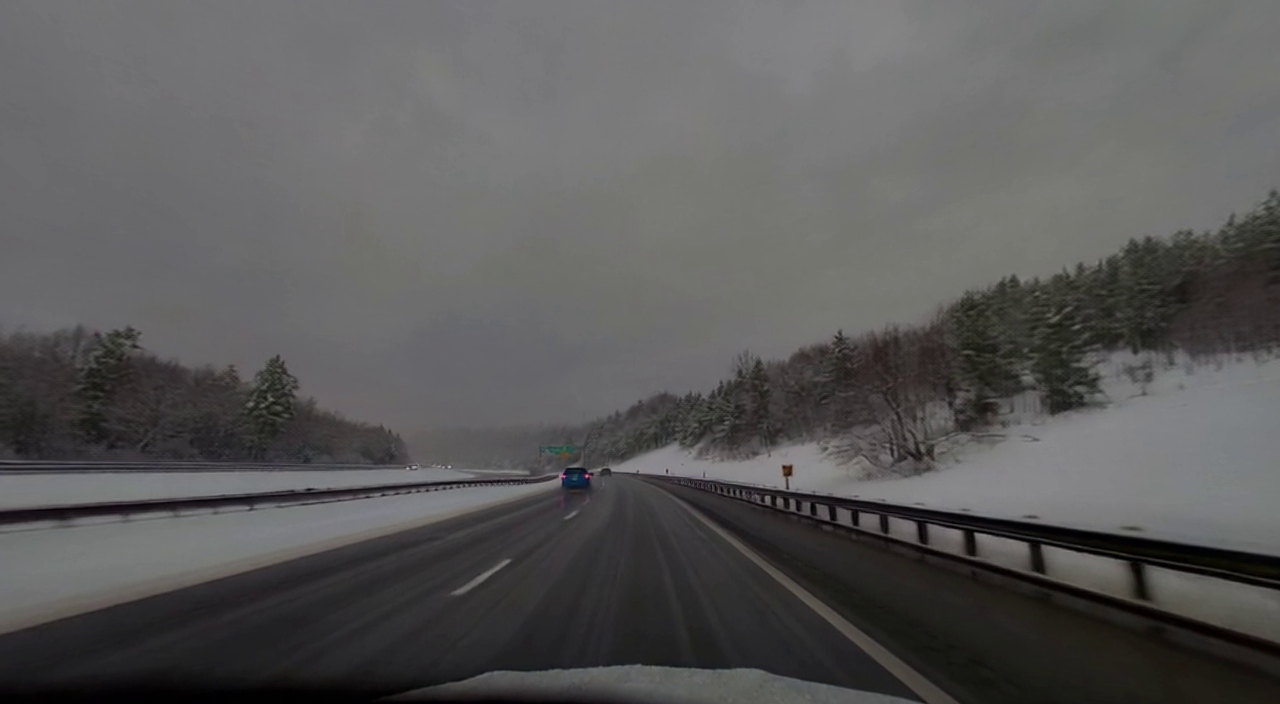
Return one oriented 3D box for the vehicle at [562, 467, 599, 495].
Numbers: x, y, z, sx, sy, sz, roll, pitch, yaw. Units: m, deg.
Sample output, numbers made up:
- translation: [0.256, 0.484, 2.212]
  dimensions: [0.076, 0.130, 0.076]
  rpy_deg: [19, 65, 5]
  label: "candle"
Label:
- translation: [-3.520, 7.734, 38.073]
  dimensions: [1.967, 1.556, 4.364]
  rpy_deg: [1, -11, -2]
  label: "vehicle"
